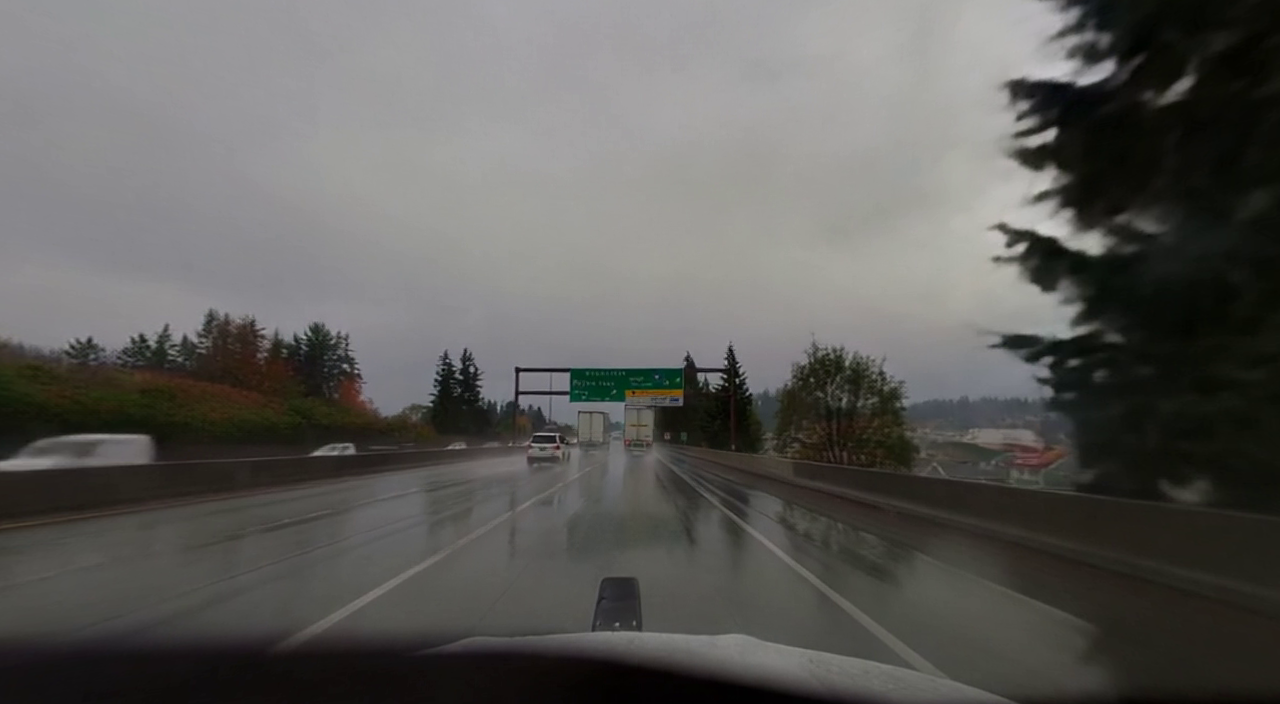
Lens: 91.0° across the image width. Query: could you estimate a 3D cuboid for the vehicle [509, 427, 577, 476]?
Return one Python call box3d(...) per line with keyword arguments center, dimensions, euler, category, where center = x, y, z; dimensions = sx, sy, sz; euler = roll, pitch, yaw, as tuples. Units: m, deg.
box3d(center=(-3.962, 4.168, 26.638), dimensions=(2.127, 1.839, 4.984), euler=(0, -8, -1), category="vehicle")
